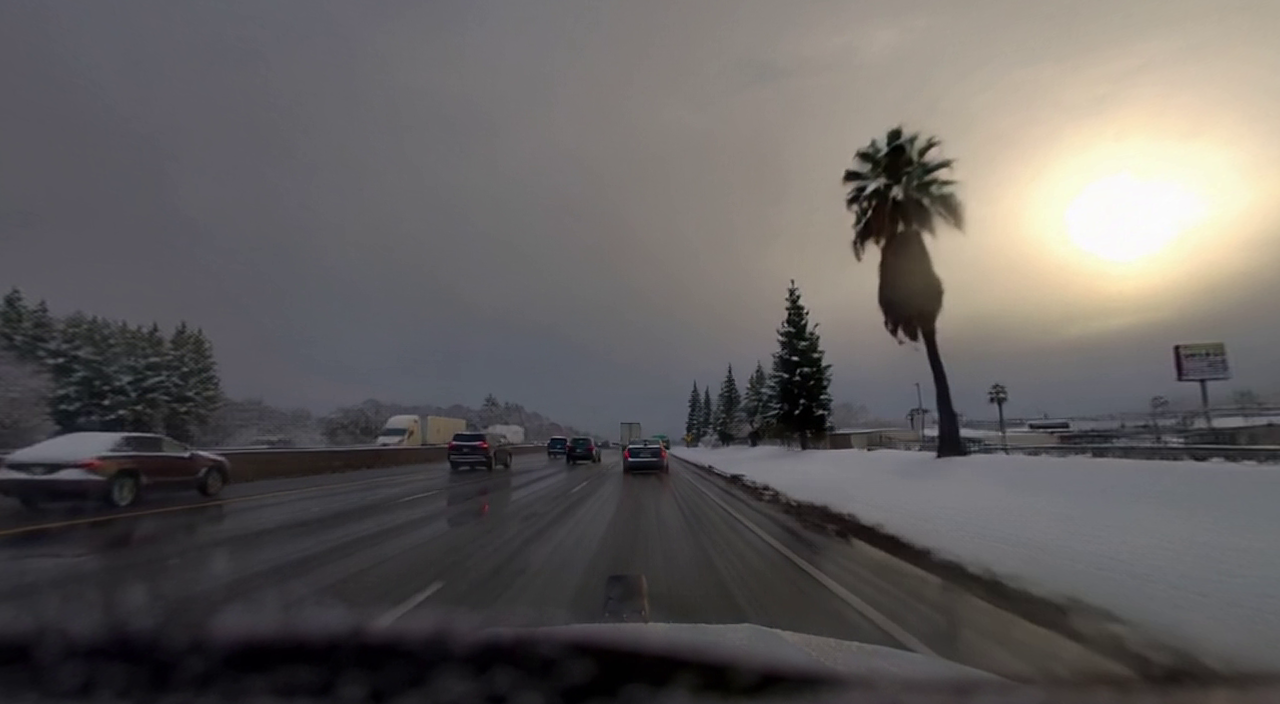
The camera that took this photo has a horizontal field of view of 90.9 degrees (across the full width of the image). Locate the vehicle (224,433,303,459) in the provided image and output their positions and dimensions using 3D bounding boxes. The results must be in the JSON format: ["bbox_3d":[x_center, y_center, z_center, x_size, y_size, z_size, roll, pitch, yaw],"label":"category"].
[{"bbox_3d":[-26.883,6.759,45.306,2.081,1.729,5.567,-1,-8,1],"label":"vehicle"}]

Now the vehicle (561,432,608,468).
[{"bbox_3d":[-2.994,5.432,35.105,2.108,1.832,4.549,-1,-8,2],"label":"vehicle"}]

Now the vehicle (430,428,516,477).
[{"bbox_3d":[-6.679,4.080,25.869,2.105,1.790,4.689,-1,-8,2],"label":"vehicle"}]

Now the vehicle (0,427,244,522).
[{"bbox_3d":[-10.607,2.342,12.709,1.910,1.501,5.004,-1,-8,2],"label":"vehicle"}]

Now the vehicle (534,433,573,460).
[{"bbox_3d":[-6.556,7.195,48.205,2.085,1.932,4.967,-1,-8,2],"label":"vehicle"}]

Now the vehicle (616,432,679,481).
[{"bbox_3d":[0.288,3.865,23.617,2.136,1.678,4.052,0,-8,1],"label":"vehicle"}]
